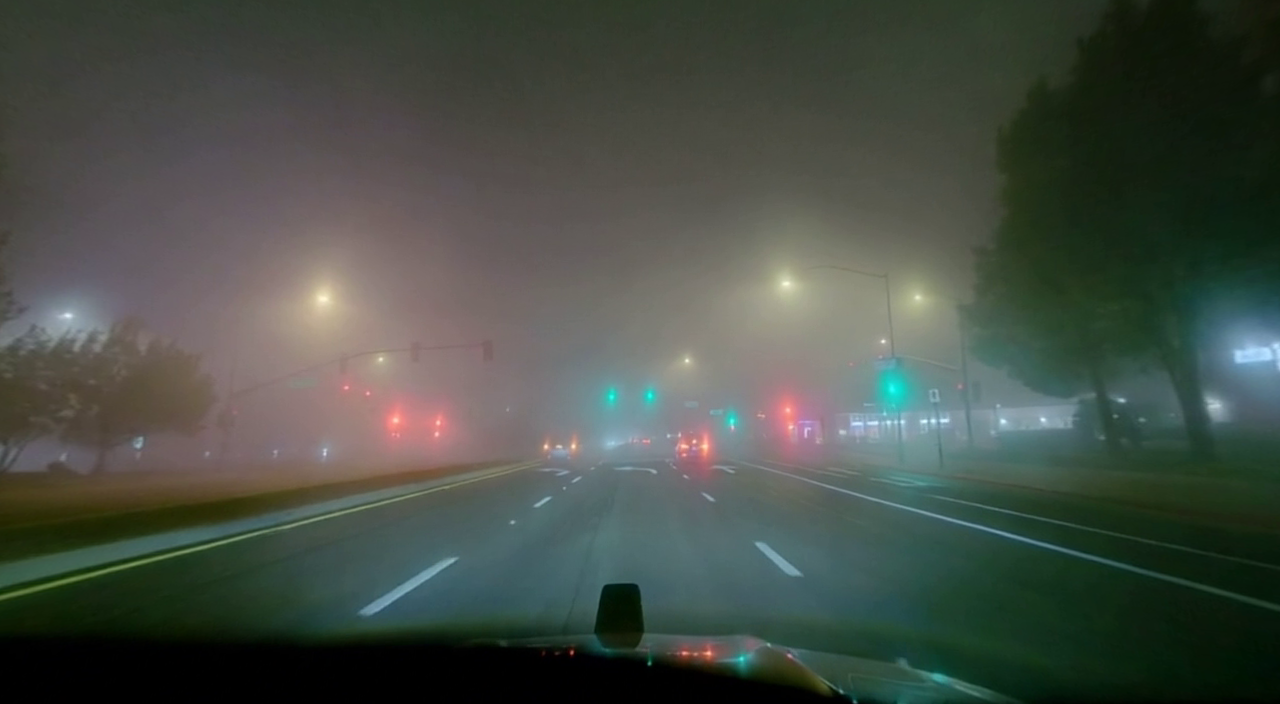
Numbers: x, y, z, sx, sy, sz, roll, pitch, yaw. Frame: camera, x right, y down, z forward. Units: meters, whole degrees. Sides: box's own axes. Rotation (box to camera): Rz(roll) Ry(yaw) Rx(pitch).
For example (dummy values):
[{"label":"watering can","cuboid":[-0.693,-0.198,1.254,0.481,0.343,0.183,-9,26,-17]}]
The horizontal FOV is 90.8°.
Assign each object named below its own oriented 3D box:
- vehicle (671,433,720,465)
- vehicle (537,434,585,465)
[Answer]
[{"label":"vehicle","cuboid":[2.849,5.134,33.465,2.130,1.524,4.722,0,-9,0]},{"label":"vehicle","cuboid":[-4.137,5.204,33.861,1.973,1.526,4.533,0,-9,0]}]
